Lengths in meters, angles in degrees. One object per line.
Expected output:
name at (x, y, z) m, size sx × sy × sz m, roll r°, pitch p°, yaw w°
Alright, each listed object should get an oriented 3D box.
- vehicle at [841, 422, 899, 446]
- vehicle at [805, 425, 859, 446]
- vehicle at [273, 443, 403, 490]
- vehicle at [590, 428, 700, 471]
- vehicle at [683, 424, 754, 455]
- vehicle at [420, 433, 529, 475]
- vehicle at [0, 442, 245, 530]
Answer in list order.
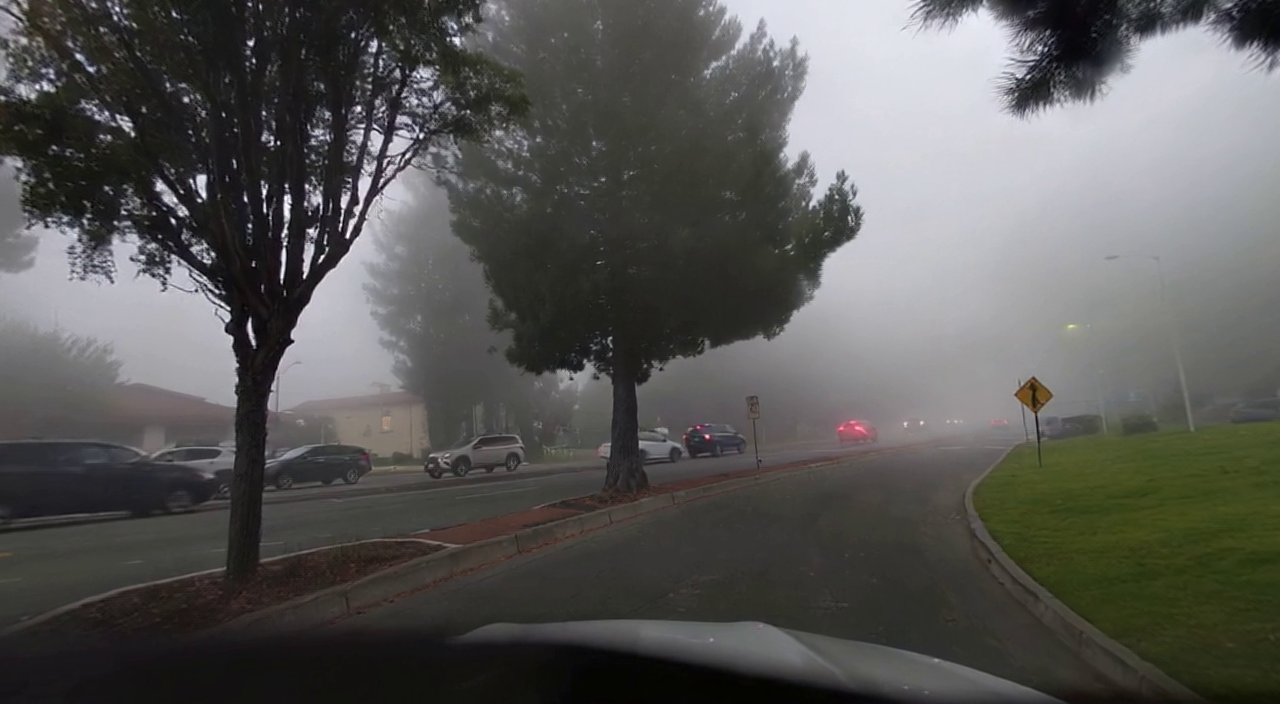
vehicle at (16.594, 5.915, 45.446) m, size 1.949 × 1.640 × 5.372 m, roll -7°, pitch -10°, yaw 42°
vehicle at (14.816, 6.427, 48.603) m, size 2.218 × 1.466 × 5.191 m, roll -5°, pitch -9°, yaw 37°
vehicle at (-12.311, 4.614, 25.990) m, size 1.904 × 1.719 × 4.326 m, roll -6°, pitch -10°, yaw 37°
vehicle at (0.342, 4.081, 26.722) m, size 2.040 × 1.625 × 5.119 m, roll -5°, pitch -10°, yaw 36°
vehicle at (5.240, 5.720, 41.405) m, size 2.195 × 1.909 × 5.353 m, roll -5°, pitch -10°, yaw 37°
vehicle at (-8.215, 5.050, 31.729) m, size 2.134 × 1.924 × 4.911 m, roll -7°, pitch -10°, yaw 41°
vehicle at (-11.263, 2.644, 13.009) m, size 2.146 × 1.555 × 4.810 m, roll -8°, pitch -11°, yaw 41°
